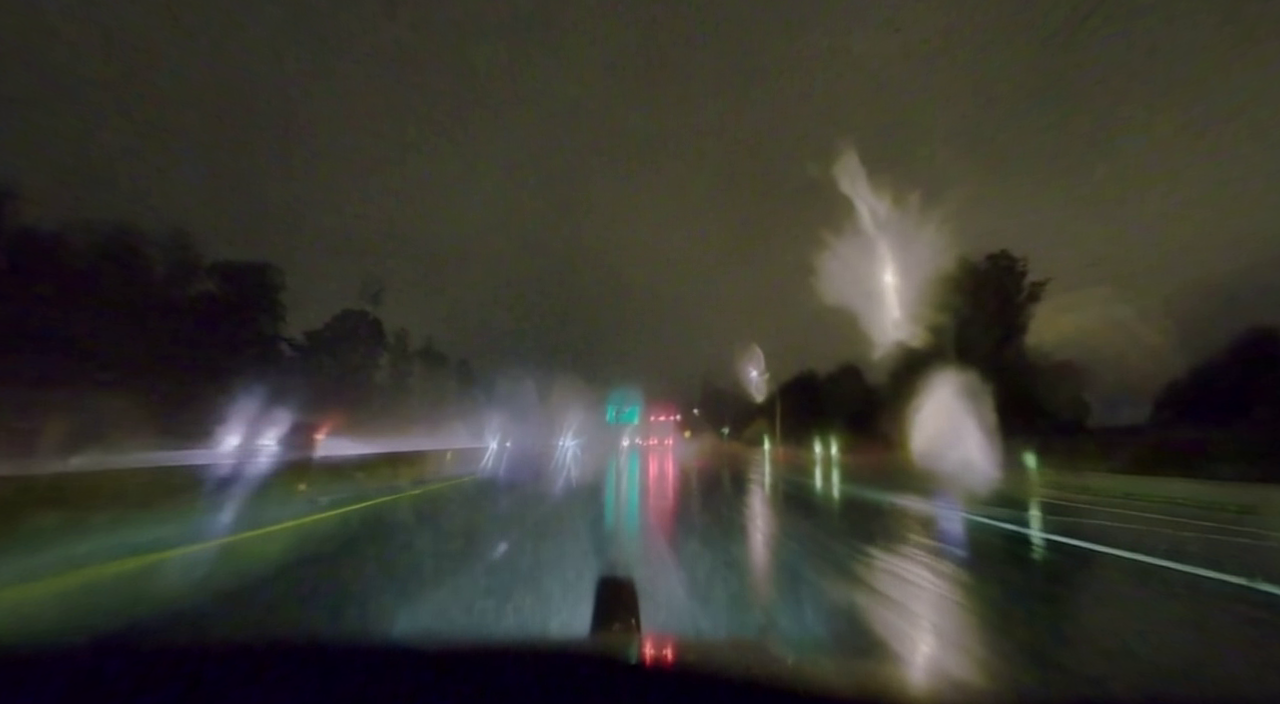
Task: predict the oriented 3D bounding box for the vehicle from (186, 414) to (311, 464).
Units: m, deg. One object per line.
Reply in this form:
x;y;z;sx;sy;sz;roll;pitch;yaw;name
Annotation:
-16.342;3.686;26.693;2.101;1.902;4.985;-1;-8;0;vehicle
